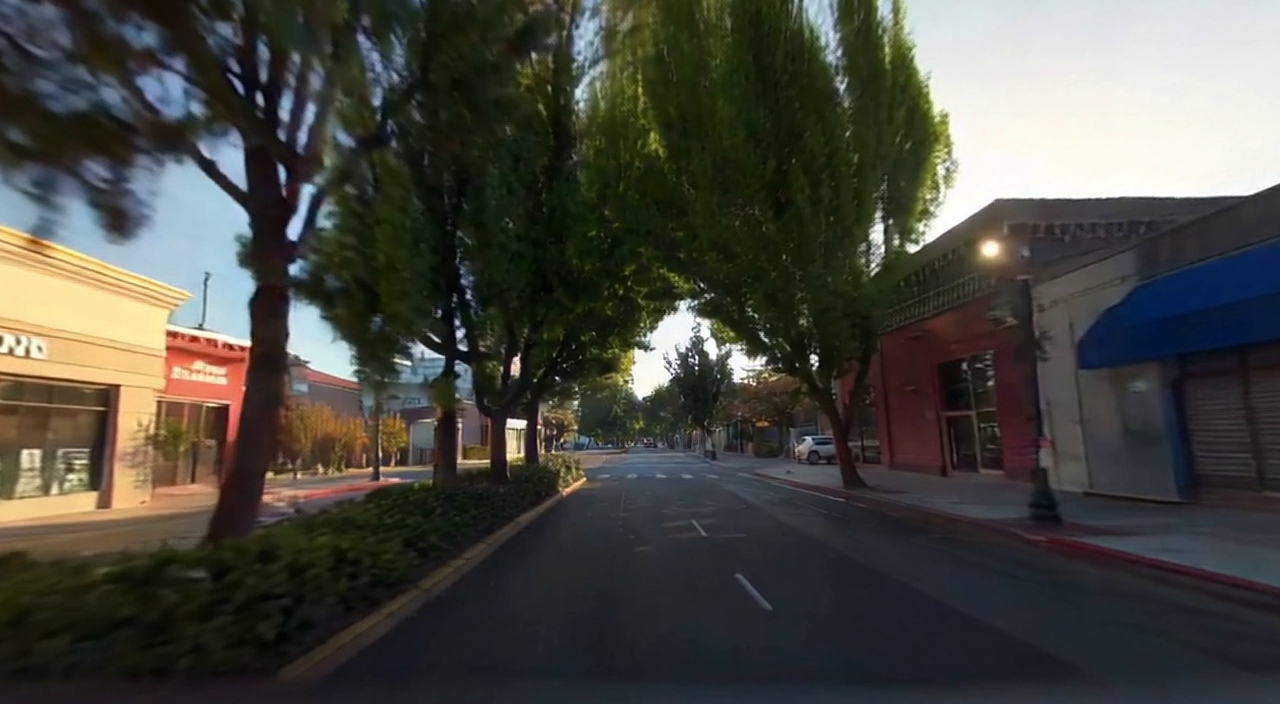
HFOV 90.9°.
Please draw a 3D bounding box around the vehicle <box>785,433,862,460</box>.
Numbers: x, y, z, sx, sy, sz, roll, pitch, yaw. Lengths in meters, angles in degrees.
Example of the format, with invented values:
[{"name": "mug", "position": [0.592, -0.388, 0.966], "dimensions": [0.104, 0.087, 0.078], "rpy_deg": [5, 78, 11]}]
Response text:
[{"name": "vehicle", "position": [13.837, 7.183, 47.782], "dimensions": [5.129, 1.882, 2.117], "rpy_deg": [-1, -10, -2]}]
